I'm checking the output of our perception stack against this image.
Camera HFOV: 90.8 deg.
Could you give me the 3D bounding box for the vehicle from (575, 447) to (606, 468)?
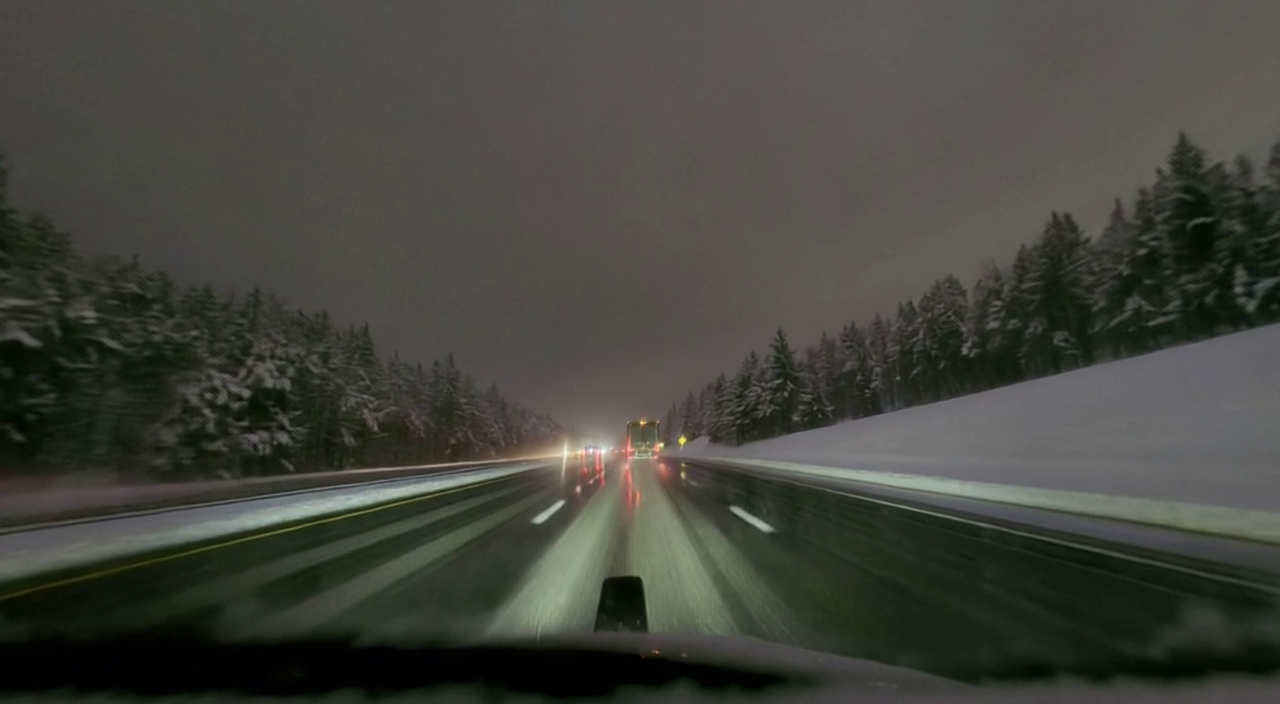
[{"bbox_3d":[-3.564,7.682,46.122,1.955,1.438,4.100,0,-9,-1],"label":"vehicle"}]
